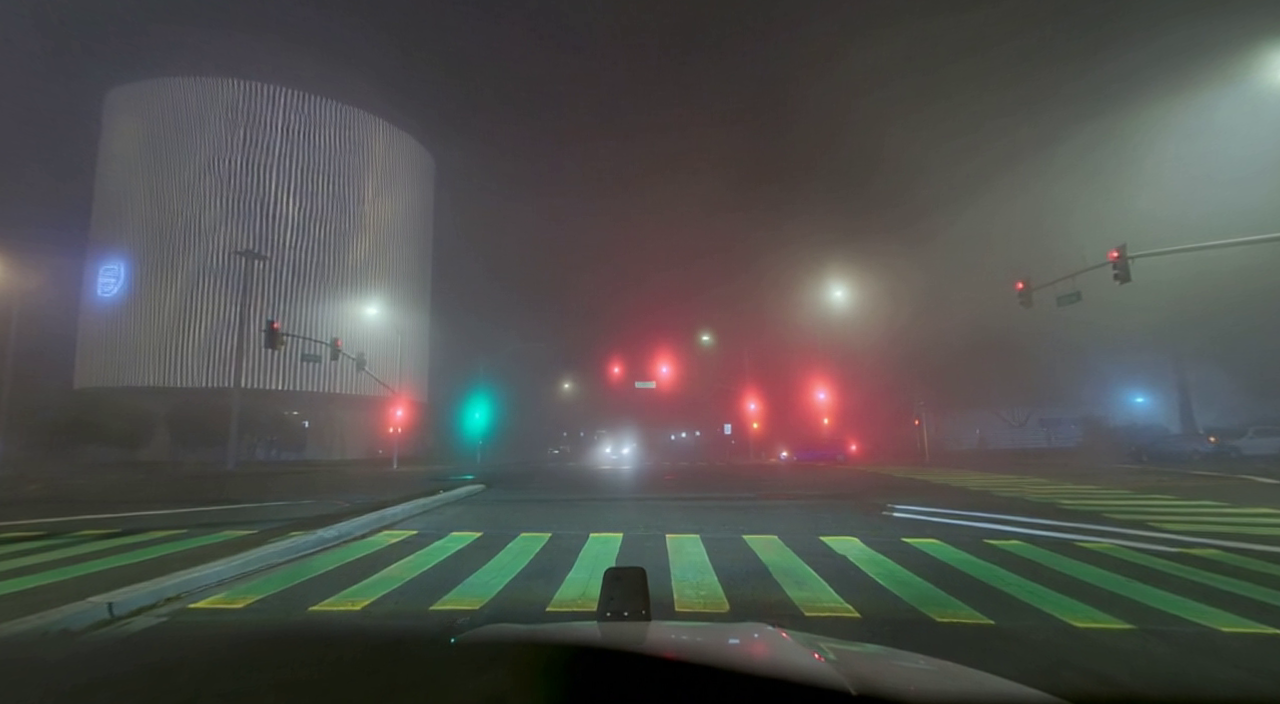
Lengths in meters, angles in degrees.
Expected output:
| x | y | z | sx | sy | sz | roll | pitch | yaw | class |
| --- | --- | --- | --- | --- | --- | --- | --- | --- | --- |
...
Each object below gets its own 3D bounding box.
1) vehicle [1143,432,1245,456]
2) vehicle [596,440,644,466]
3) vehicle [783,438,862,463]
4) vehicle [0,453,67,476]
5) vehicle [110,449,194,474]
| x | y | z | sx | sy | sz | roll | pitch | yaw | class |
| --- | --- | --- | --- | --- | --- | --- | --- | --- | --- |
| 36.156 | 6.016 | 41.194 | 4.767 | 1.456 | 1.858 | 0 | -8 | 2 | vehicle |
| -1.313 | 6.115 | 38.291 | 2.280 | 1.454 | 4.836 | 1 | -9 | -10 | vehicle |
| 11.378 | 6.188 | 39.602 | 4.529 | 1.457 | 1.981 | -2 | -9 | 9 | vehicle |
| -41.646 | 7.633 | 42.767 | 3.698 | 1.467 | 1.779 | 0 | -8 | 1 | vehicle |
| -33.069 | 7.406 | 42.751 | 4.136 | 1.661 | 1.857 | 0 | -8 | 1 | vehicle |
